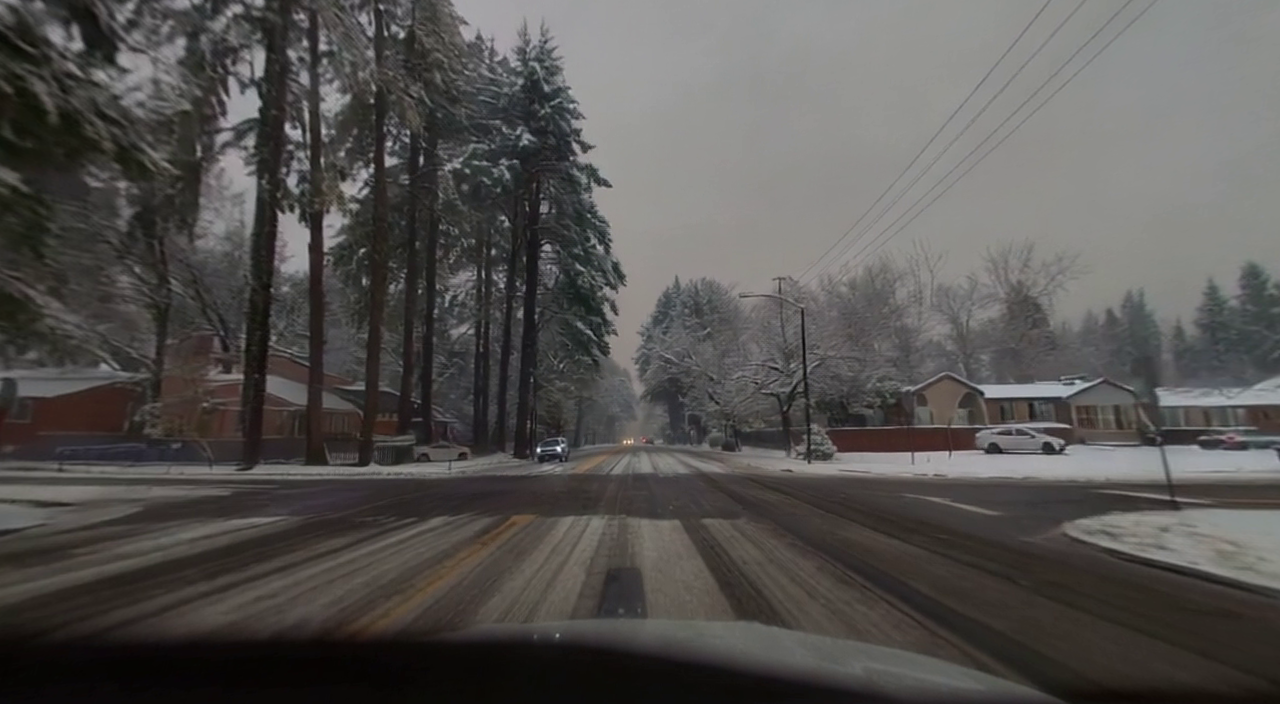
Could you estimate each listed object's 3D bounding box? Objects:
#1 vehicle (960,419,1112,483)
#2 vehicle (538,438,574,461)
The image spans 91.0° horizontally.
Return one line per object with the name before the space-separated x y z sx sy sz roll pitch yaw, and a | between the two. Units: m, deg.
vehicle | 13.245 3.286 21.022 4.771 1.912 2.137 5 -10 -29
vehicle | -6.560 7.685 49.762 2.038 1.743 4.381 -1 -8 3
